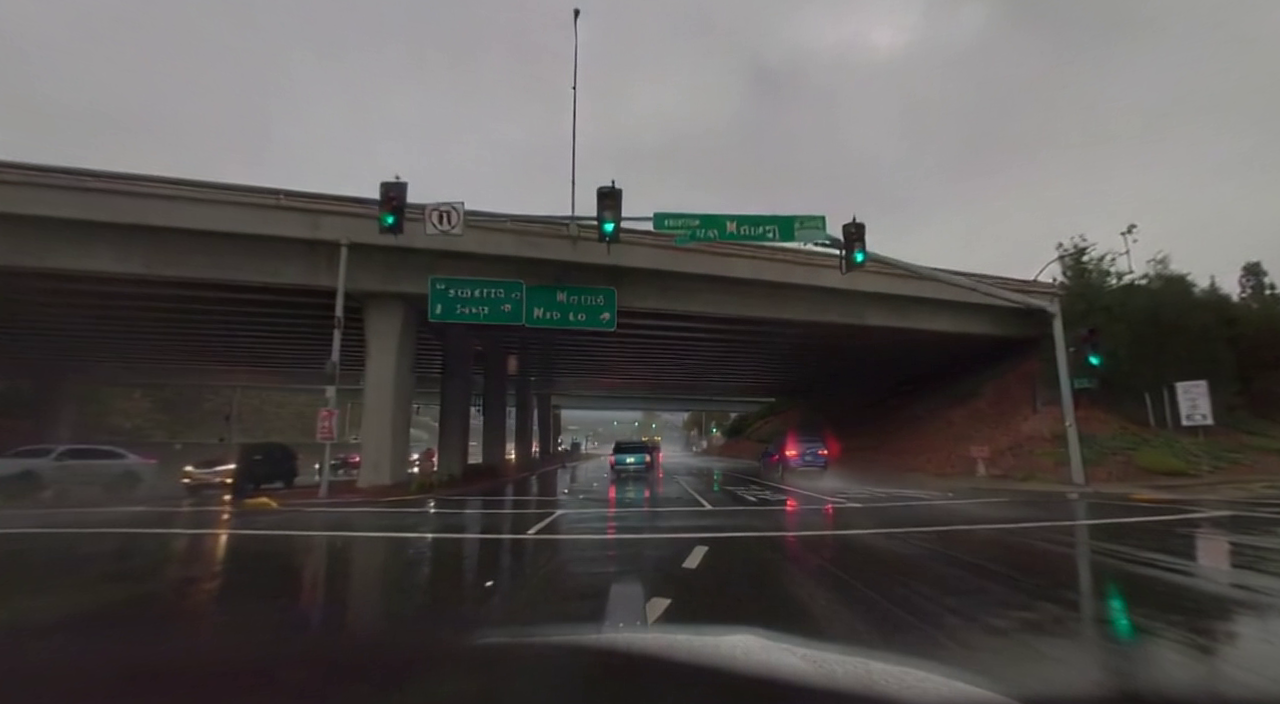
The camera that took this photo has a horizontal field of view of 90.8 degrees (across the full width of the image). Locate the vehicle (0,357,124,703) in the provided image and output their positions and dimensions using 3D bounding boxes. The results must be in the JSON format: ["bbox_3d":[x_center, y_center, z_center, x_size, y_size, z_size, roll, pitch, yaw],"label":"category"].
[{"bbox_3d":[-3.104,0.564,0.288,1.880,1.617,4.565,0,-8,0],"label":"vehicle"}]

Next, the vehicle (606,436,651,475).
[{"bbox_3d":[-0.529,5.111,31.353,2.060,1.768,4.681,0,-8,0],"label":"vehicle"}]

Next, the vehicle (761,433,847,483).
[{"bbox_3d":[6.358,4.156,25.099,2.074,1.785,4.320,0,-8,-3],"label":"vehicle"}]

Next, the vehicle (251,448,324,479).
[{"bbox_3d":[-18.407,5.800,33.236,1.803,1.504,4.708,1,-8,-9],"label":"vehicle"}]
